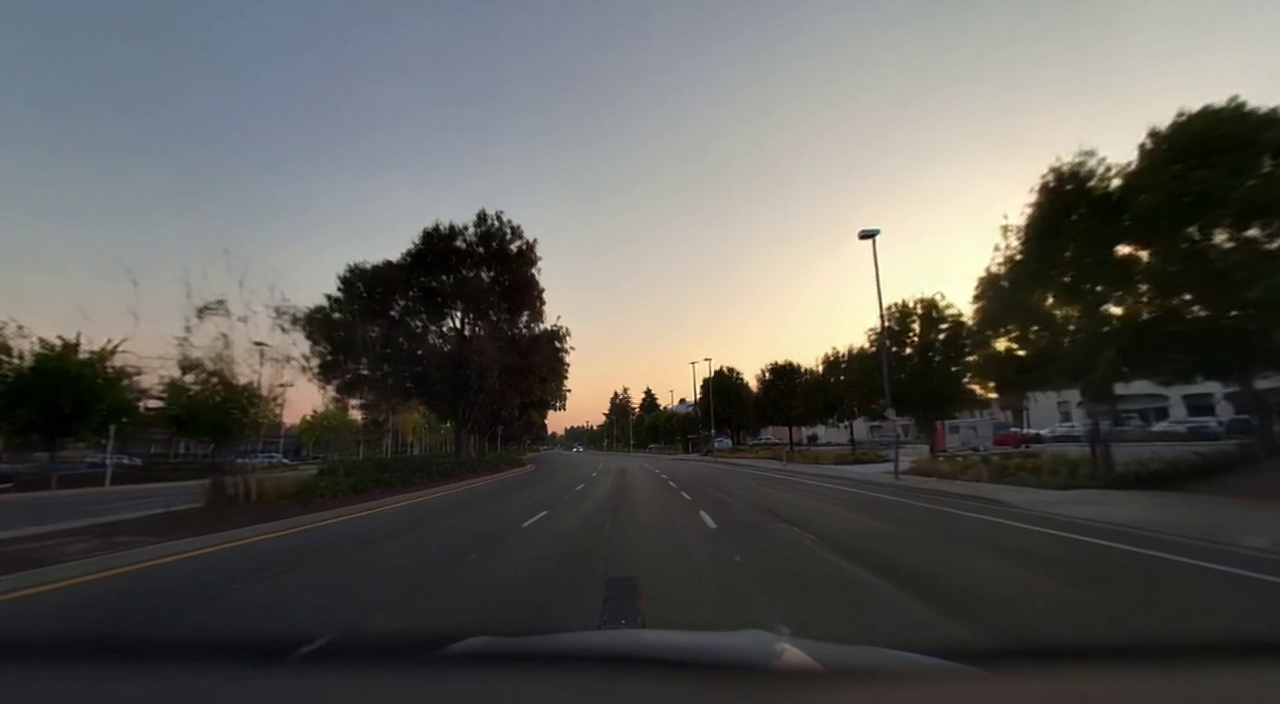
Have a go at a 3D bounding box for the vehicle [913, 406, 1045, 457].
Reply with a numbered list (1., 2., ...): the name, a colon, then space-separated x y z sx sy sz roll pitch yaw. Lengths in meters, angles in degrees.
1. vehicle: 22.616 5.401 42.127 7.144 3.248 2.873 1 -9 -4
